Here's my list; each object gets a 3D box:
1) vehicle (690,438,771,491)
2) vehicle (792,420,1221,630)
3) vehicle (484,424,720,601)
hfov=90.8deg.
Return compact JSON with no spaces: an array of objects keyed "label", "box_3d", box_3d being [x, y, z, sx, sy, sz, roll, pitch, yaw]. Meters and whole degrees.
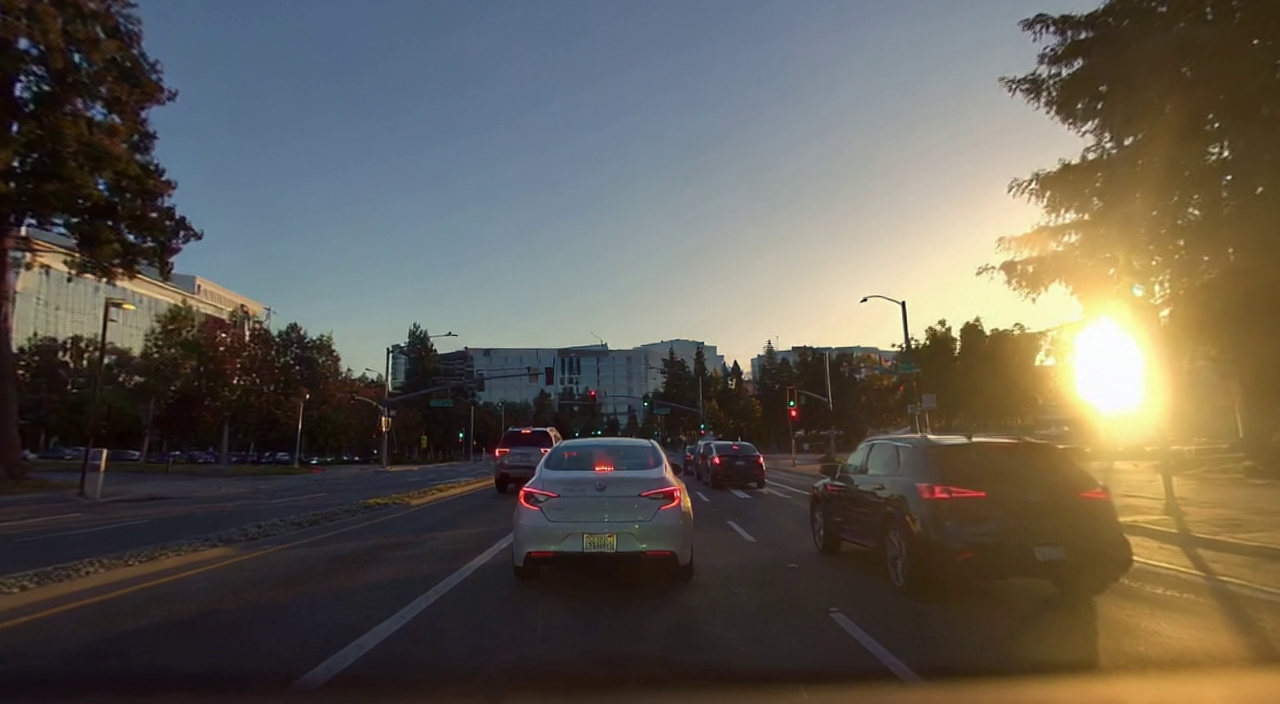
[{"label":"vehicle","box_3d":[2.862,3.670,20.982,1.874,1.556,4.116,0,-9,-3]},{"label":"vehicle","box_3d":[3.154,1.559,6.716,1.910,1.474,4.263,0,-9,-1]},{"label":"vehicle","box_3d":[-0.356,1.641,7.239,2.006,1.487,3.535,0,-9,-1]}]
